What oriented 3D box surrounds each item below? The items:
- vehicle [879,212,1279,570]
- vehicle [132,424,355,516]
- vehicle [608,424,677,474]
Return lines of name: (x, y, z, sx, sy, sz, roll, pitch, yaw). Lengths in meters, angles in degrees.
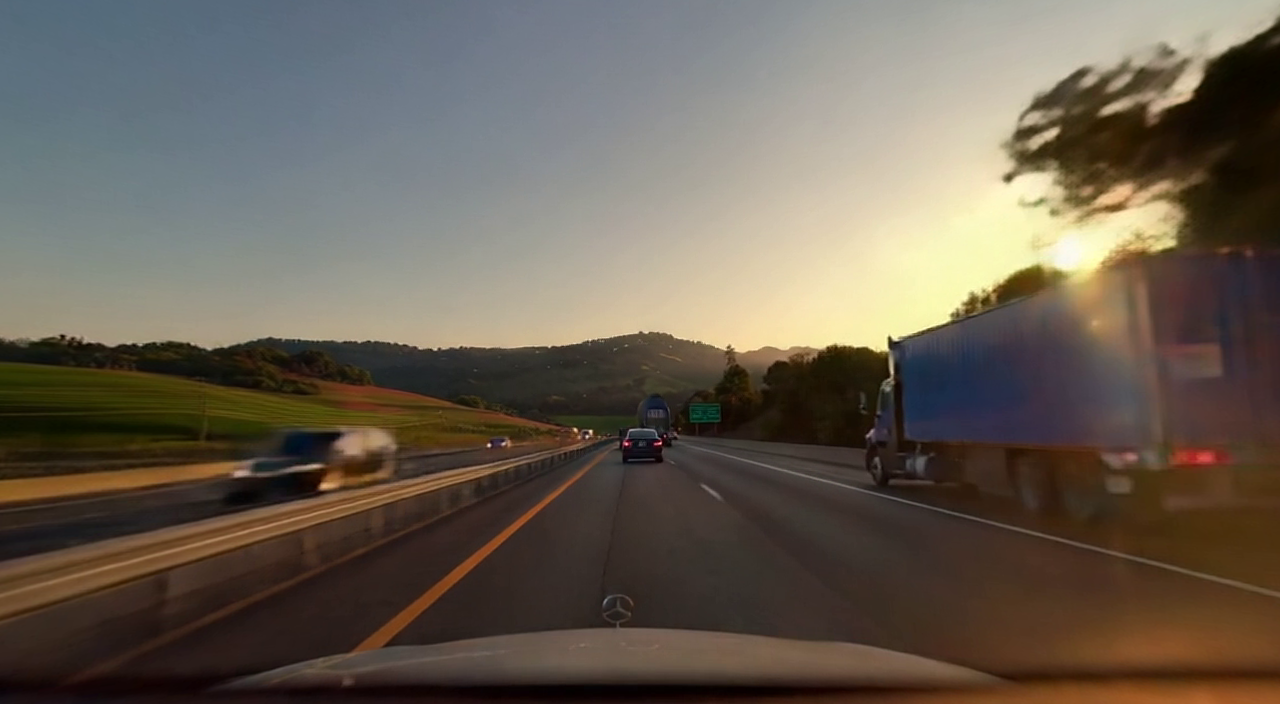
vehicle: (7.464, 0.922, 10.847, 3.010, 3.638, 8.978, 0, -8, -1)
vehicle: (-7.607, 2.261, 12.641, 1.869, 1.521, 4.034, 0, -8, -1)
vehicle: (0.053, 3.425, 22.503, 2.216, 1.623, 4.220, 0, -8, -1)
